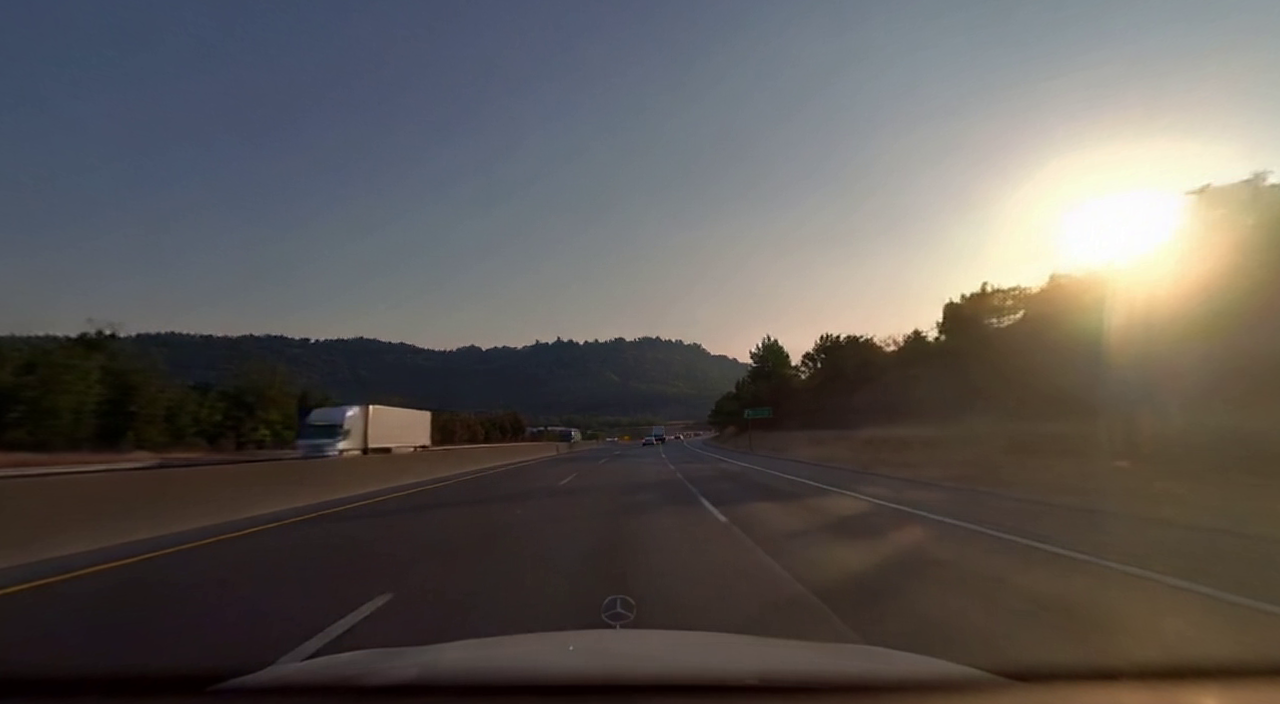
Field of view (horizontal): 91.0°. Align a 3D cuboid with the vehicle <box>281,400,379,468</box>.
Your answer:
[{"bbox_3d":[-19.721,5.286,40.538,3.081,3.974,6.075,0,-8,1],"label":"vehicle"}]
